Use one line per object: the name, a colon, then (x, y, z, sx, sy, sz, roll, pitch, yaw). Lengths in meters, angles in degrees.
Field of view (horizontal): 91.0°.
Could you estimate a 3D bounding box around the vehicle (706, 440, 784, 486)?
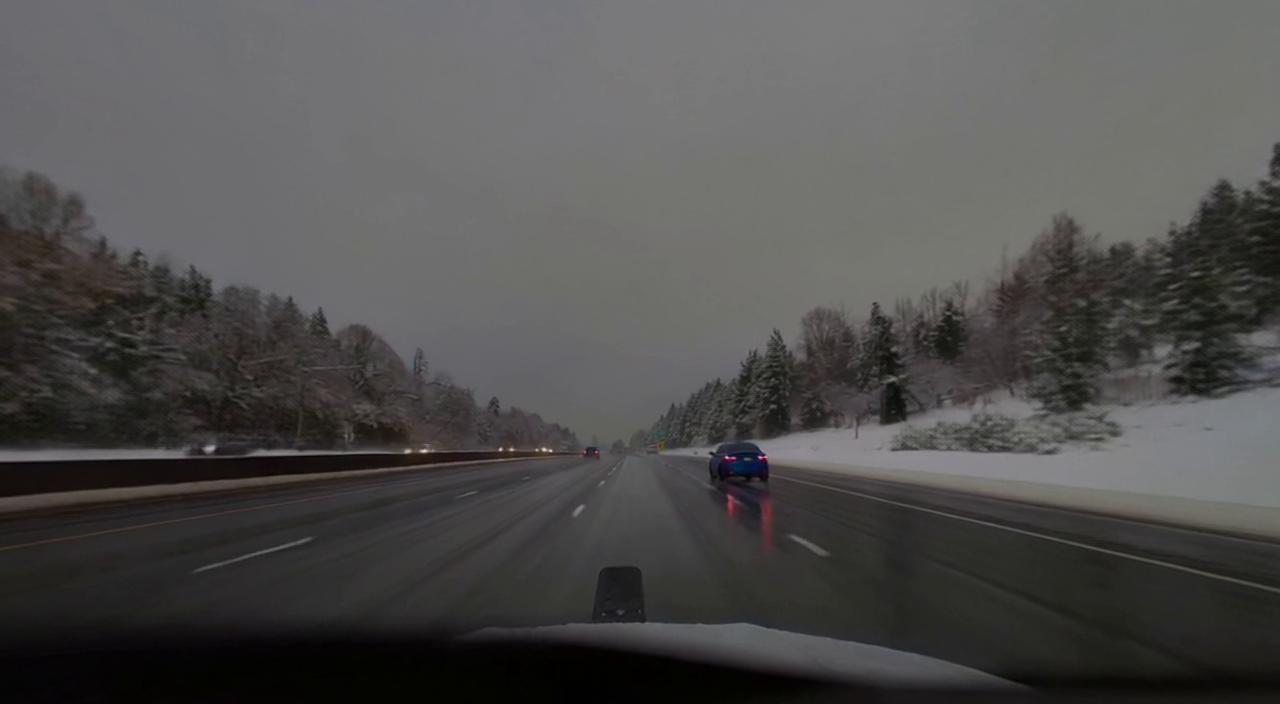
vehicle: (3.710, 4.032, 23.112, 2.033, 1.501, 4.398, 0, -9, -1)
